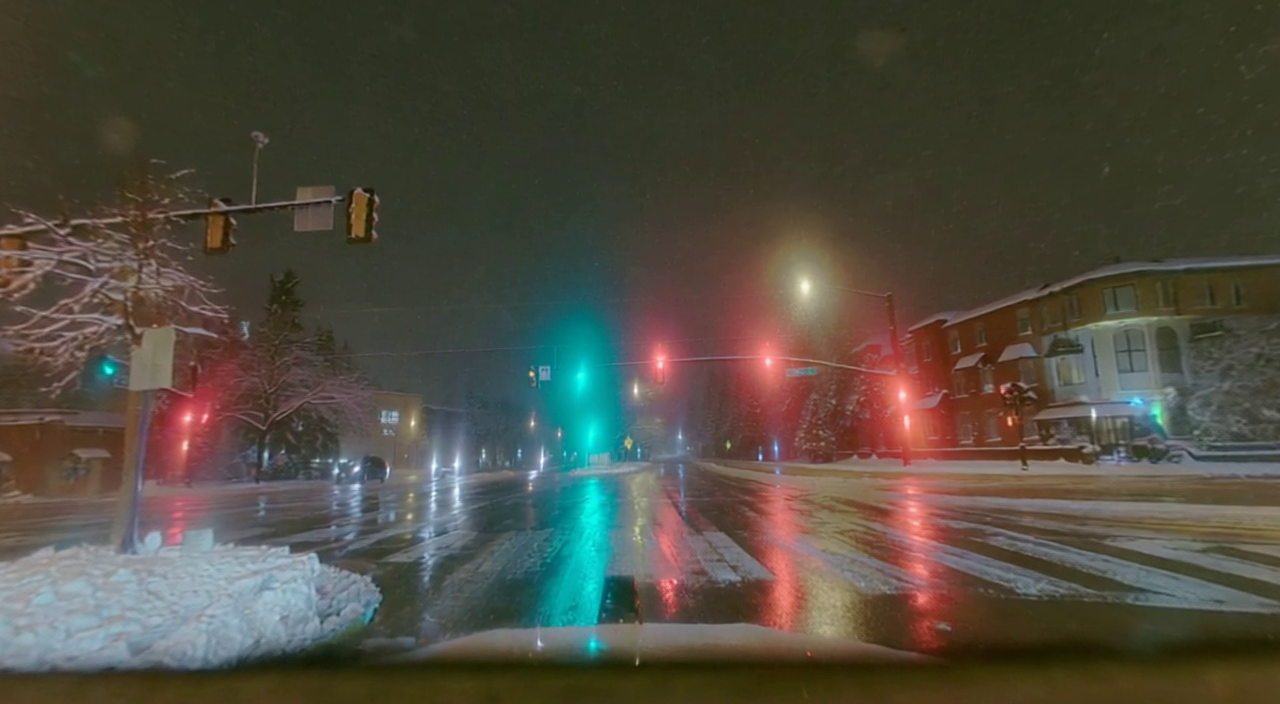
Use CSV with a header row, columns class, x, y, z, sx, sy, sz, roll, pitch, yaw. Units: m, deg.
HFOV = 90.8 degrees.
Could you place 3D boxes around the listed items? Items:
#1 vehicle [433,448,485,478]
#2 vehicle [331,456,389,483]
class,x,y,z,sx,sy,sz,roll,pitch,yaw
vehicle,-12.218,7.490,42.964,2.151,1.847,4.634,0,-9,1
vehicle,-18.857,7.887,42.780,1.933,1.664,4.255,0,-9,1
